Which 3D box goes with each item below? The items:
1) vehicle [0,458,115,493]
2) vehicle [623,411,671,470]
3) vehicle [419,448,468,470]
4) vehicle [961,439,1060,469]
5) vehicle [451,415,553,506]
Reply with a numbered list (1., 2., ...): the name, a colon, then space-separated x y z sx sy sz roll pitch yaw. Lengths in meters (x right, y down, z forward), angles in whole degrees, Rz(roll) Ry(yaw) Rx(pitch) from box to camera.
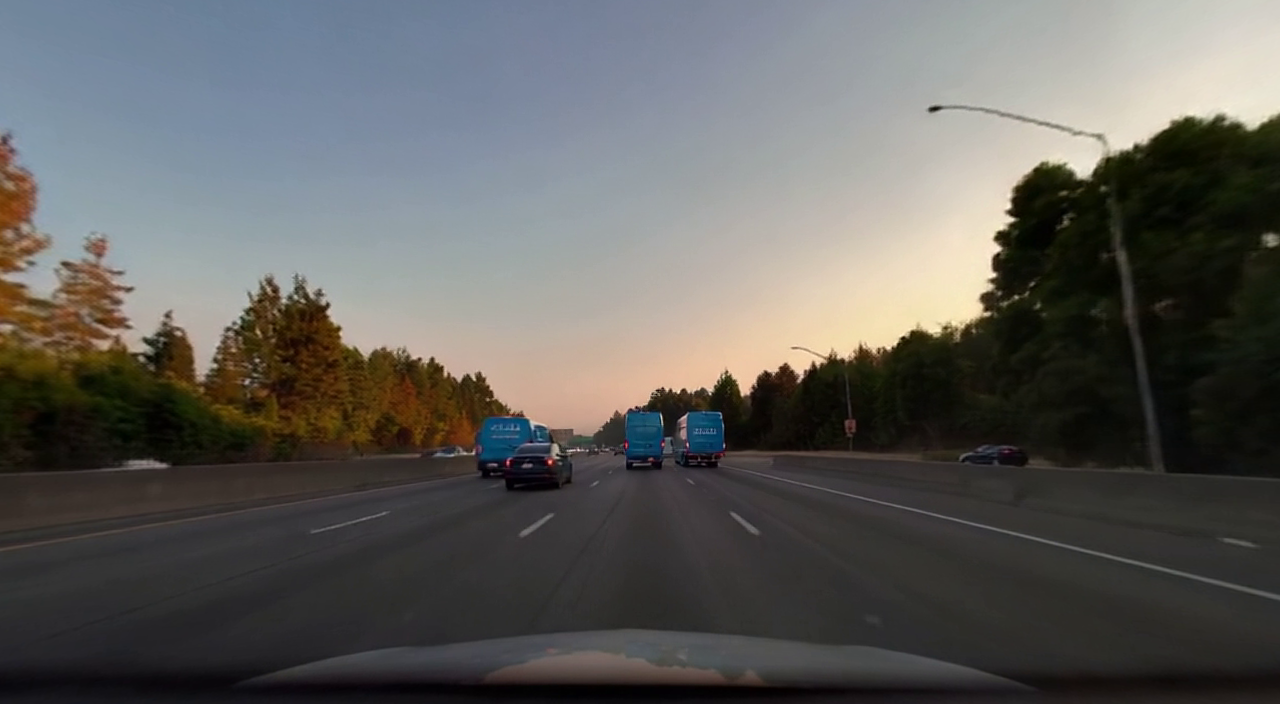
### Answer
1. vehicle: -28.074 5.887 30.326 1.774 1.479 4.454 0 -9 0
2. vehicle: 0.402 6.865 48.539 3.201 4.019 10.918 0 -9 -1
3. vehicle: -13.271 7.228 42.766 1.835 1.418 4.358 0 -9 1
4. vehicle: 22.012 6.083 37.605 2.108 1.659 4.515 7 -12 -40
5. vehicle: -3.637 2.946 17.357 2.033 2.234 3.490 0 -9 -1
